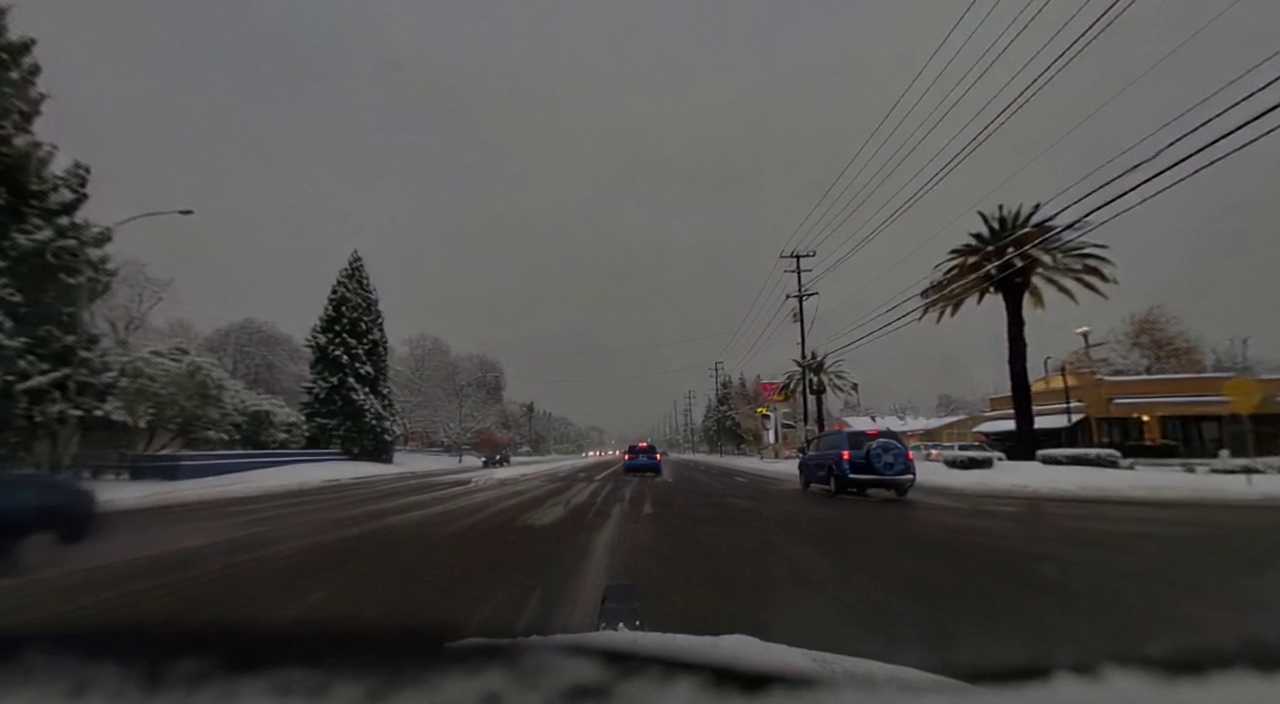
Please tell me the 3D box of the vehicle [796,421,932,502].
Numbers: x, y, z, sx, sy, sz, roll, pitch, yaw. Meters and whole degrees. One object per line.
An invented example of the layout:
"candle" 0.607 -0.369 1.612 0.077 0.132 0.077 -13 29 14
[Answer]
"vehicle" 5.975 2.979 17.525 2.107 1.928 4.471 0 -8 0

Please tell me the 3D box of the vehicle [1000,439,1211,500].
"vehicle" 12.749 3.217 17.678 4.400 1.507 2.009 -4 -10 27

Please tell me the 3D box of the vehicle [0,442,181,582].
"vehicle" -8.093 1.805 7.202 2.004 1.535 4.853 0 -8 0

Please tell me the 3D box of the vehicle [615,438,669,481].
"vehicle" 0.070 4.547 27.004 2.138 1.672 4.168 0 -8 0

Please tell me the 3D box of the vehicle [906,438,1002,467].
"vehicle" 18.212 5.846 36.695 4.490 1.604 2.089 1 -8 1
